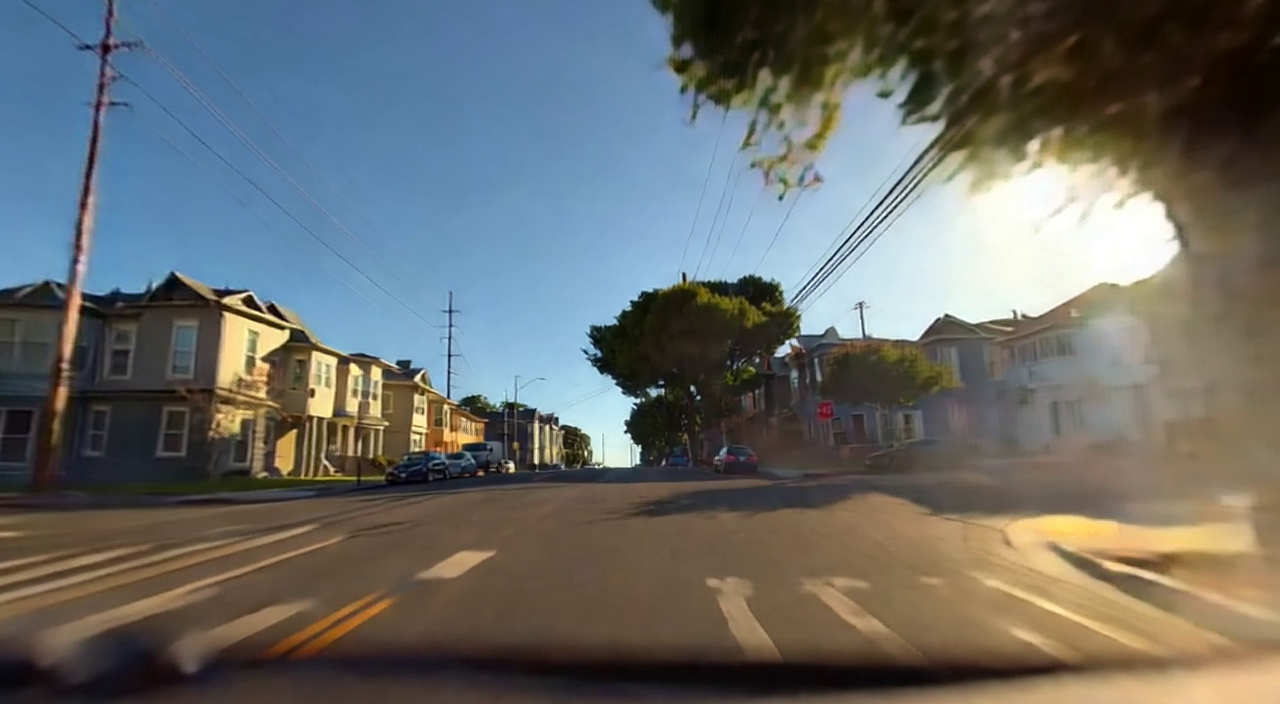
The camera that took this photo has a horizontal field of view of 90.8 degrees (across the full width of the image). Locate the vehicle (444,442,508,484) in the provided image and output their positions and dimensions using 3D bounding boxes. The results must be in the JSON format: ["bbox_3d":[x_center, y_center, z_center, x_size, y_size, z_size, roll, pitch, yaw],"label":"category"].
[{"bbox_3d":[-10.526,7.140,41.039,2.687,2.491,5.936,0,-8,-2],"label":"vehicle"}]

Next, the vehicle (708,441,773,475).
[{"bbox_3d":[4.842,5.199,31.229,2.059,1.502,4.824,1,-8,-4],"label":"vehicle"}]

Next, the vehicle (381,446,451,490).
[{"bbox_3d":[-10.201,5.319,29.100,1.900,1.683,4.486,-5,-10,-5],"label":"vehicle"}]

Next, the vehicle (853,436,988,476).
[{"bbox_3d":[10.800,4.004,24.477,4.336,1.424,1.954,2,-9,-10],"label":"vehicle"}]
